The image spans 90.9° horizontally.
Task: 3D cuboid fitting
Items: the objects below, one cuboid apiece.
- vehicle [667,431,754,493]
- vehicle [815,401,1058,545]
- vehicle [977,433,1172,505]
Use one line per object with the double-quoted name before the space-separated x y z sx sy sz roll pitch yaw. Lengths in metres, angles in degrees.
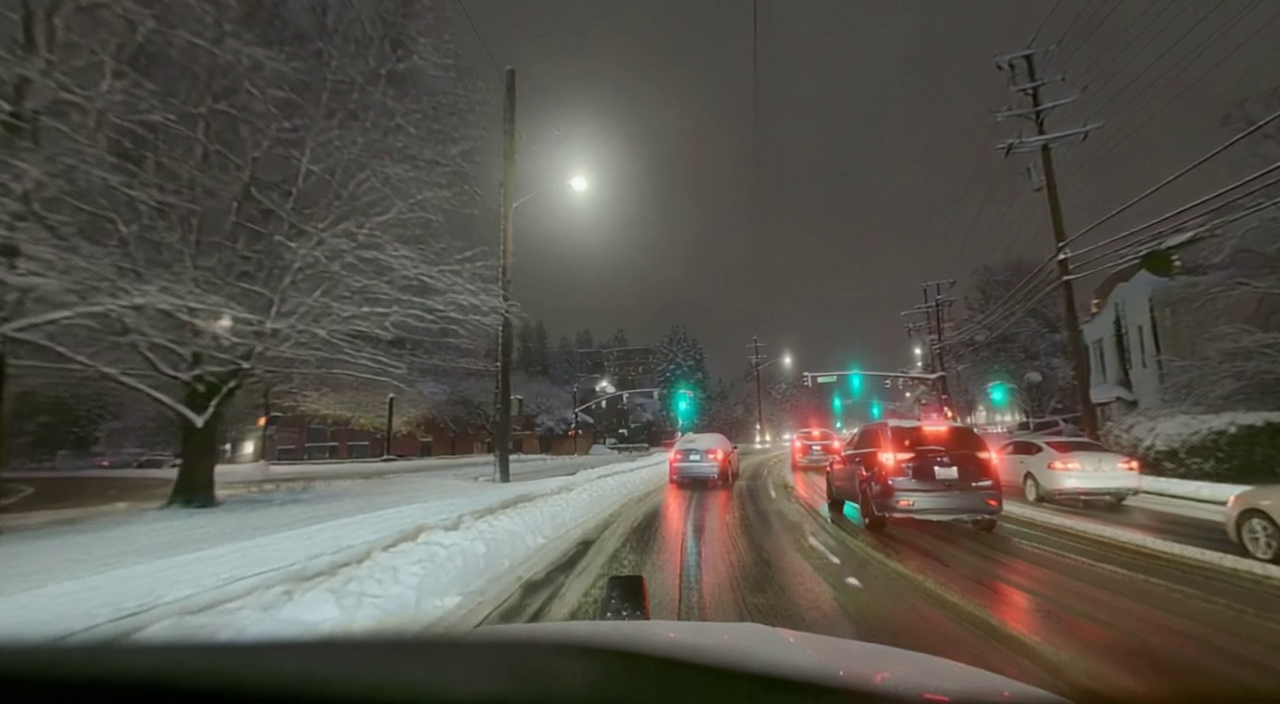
"vehicle" 2.084 3.084 17.998 2.168 1.527 4.174 -1 -9 8
"vehicle" 4.464 1.900 10.556 2.119 1.810 4.848 -1 -8 6
"vehicle" 10.165 2.746 15.282 1.882 1.463 4.543 -1 -9 7
